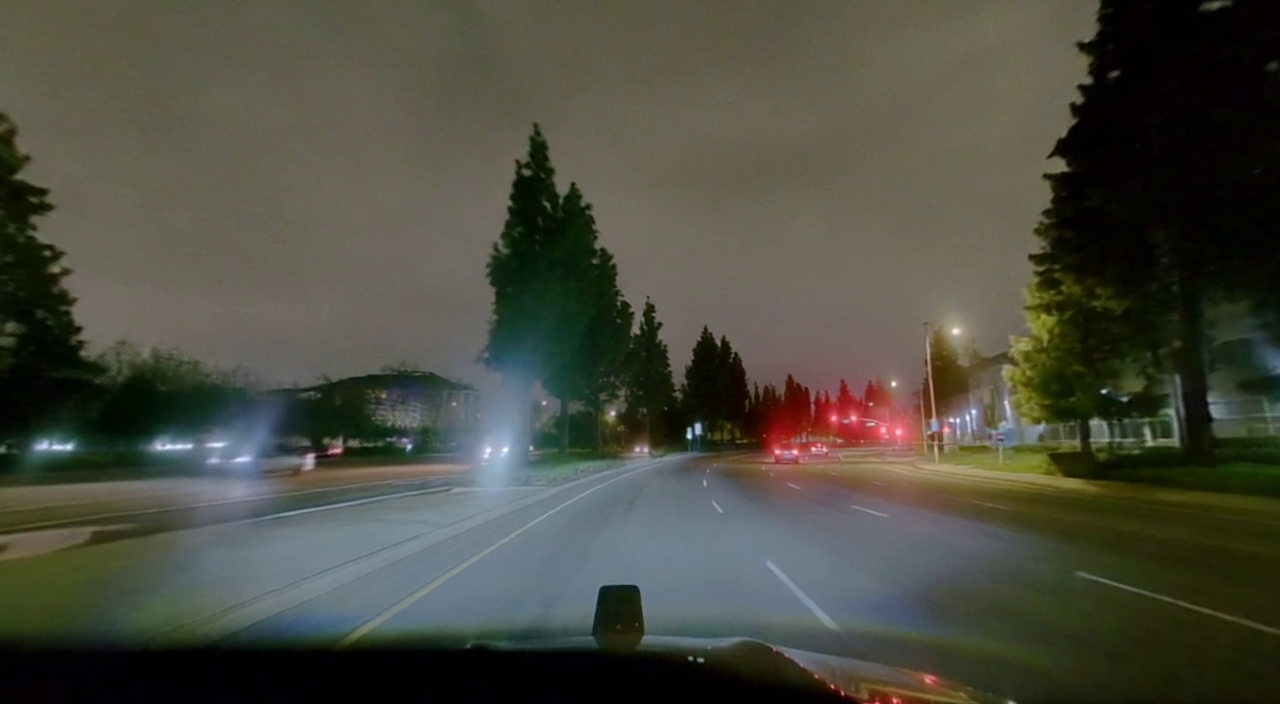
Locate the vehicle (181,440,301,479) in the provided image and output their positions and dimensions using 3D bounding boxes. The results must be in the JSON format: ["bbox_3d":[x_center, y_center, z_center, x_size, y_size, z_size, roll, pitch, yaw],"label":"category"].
[{"bbox_3d":[-18.550,4.987,29.731,1.988,1.657,4.909,-1,-8,8],"label":"vehicle"}]

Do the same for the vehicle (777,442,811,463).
[{"bbox_3d":[11.228,7.357,46.234,1.988,1.460,3.996,-1,-8,9],"label":"vehicle"}]
